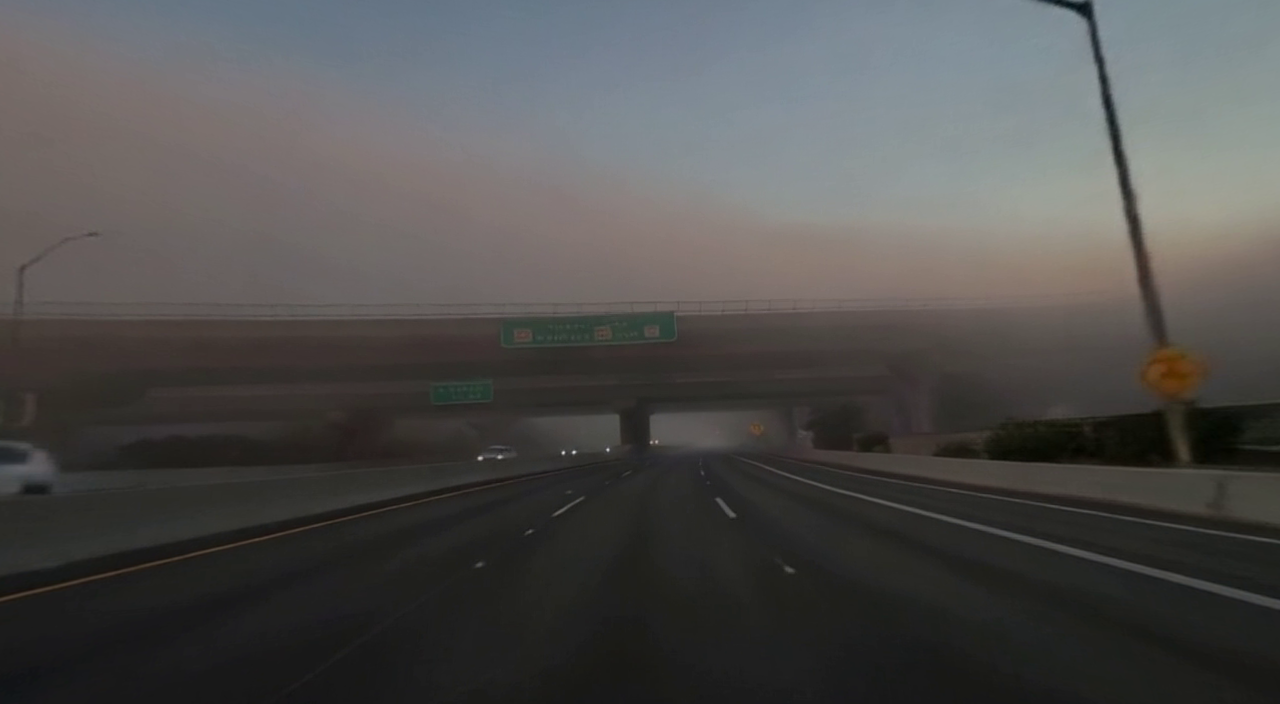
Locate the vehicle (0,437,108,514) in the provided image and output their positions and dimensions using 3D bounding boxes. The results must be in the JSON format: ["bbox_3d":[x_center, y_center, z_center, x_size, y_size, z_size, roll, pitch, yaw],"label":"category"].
[{"bbox_3d":[-15.952,2.820,14.303,2.310,1.742,5.997,-1,-9,3],"label":"vehicle"}]

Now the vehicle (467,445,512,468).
[{"bbox_3d":[-11.356,7.870,47.754,1.960,1.530,4.344,-5,-9,5],"label":"vehicle"}]
